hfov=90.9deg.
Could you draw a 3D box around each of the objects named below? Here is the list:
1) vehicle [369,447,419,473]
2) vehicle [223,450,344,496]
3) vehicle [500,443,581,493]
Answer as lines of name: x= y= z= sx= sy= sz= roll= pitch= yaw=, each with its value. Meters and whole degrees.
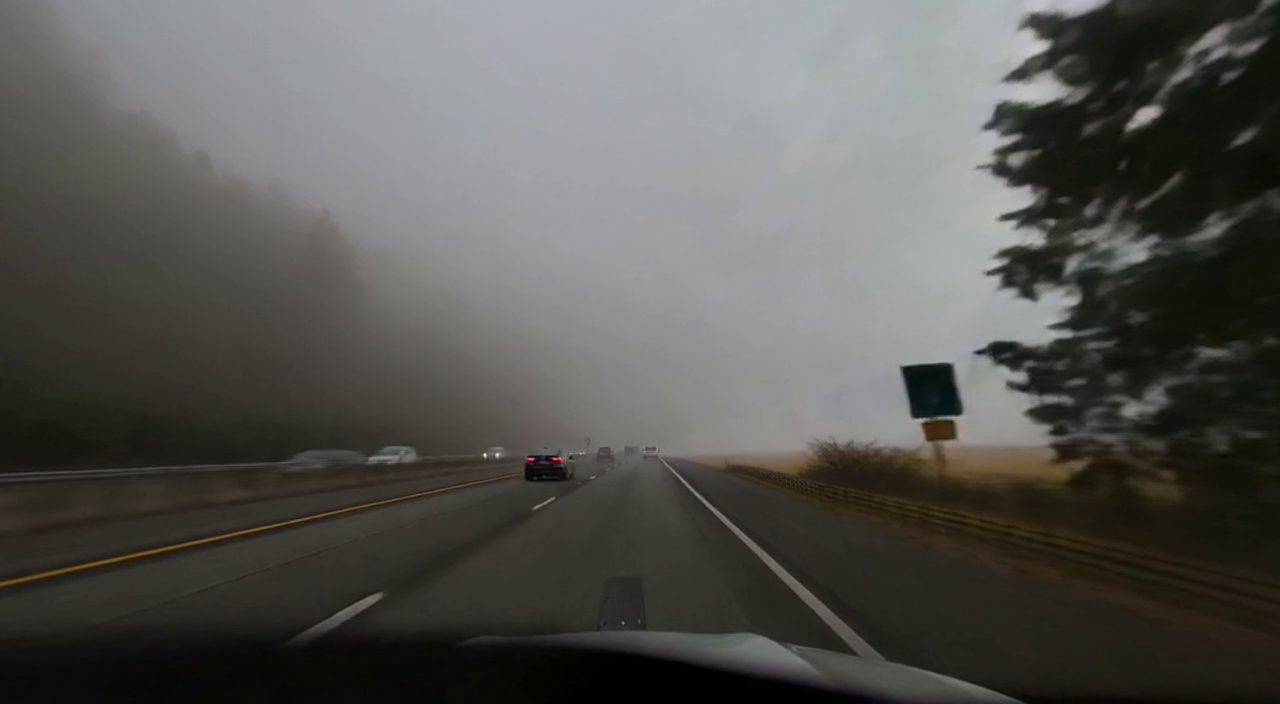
vehicle: x=-16.812 y=7.398 z=43.217 sx=1.747 sy=1.664 sz=3.882 roll=-1 pitch=-9 yaw=1
vehicle: x=-12.632 y=4.291 z=22.717 sx=1.782 sy=1.458 sz=4.412 roll=0 pitch=-9 yaw=0
vehicle: x=-3.229 y=3.877 z=21.338 sx=1.970 sy=1.483 sz=4.097 roll=-1 pitch=-9 yaw=1
